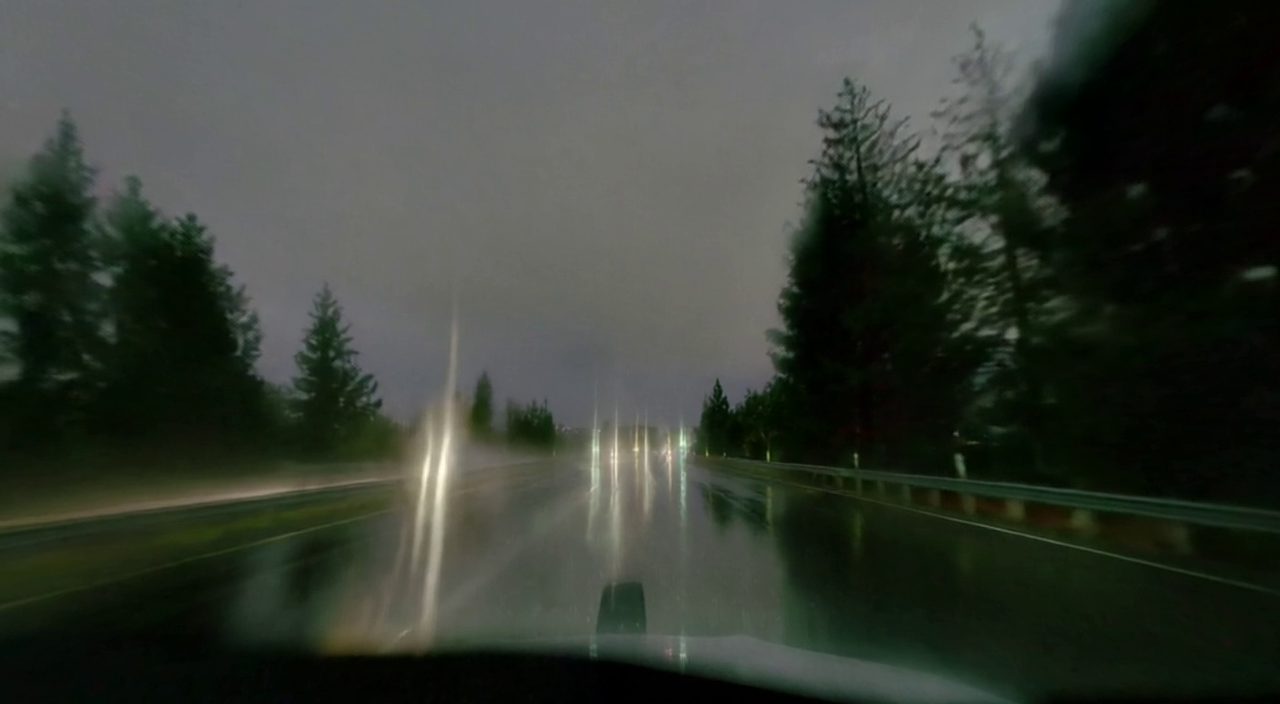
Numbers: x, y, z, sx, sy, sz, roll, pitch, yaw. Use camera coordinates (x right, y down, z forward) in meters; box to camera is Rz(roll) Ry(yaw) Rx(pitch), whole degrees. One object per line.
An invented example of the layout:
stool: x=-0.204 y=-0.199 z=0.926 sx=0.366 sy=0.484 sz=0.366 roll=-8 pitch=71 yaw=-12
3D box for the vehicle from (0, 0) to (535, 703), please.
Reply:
vehicle: x=-3.802 y=0.503 z=6.805 sx=2.939 sy=3.731 sz=14.269 roll=0 pitch=-9 yaw=0
